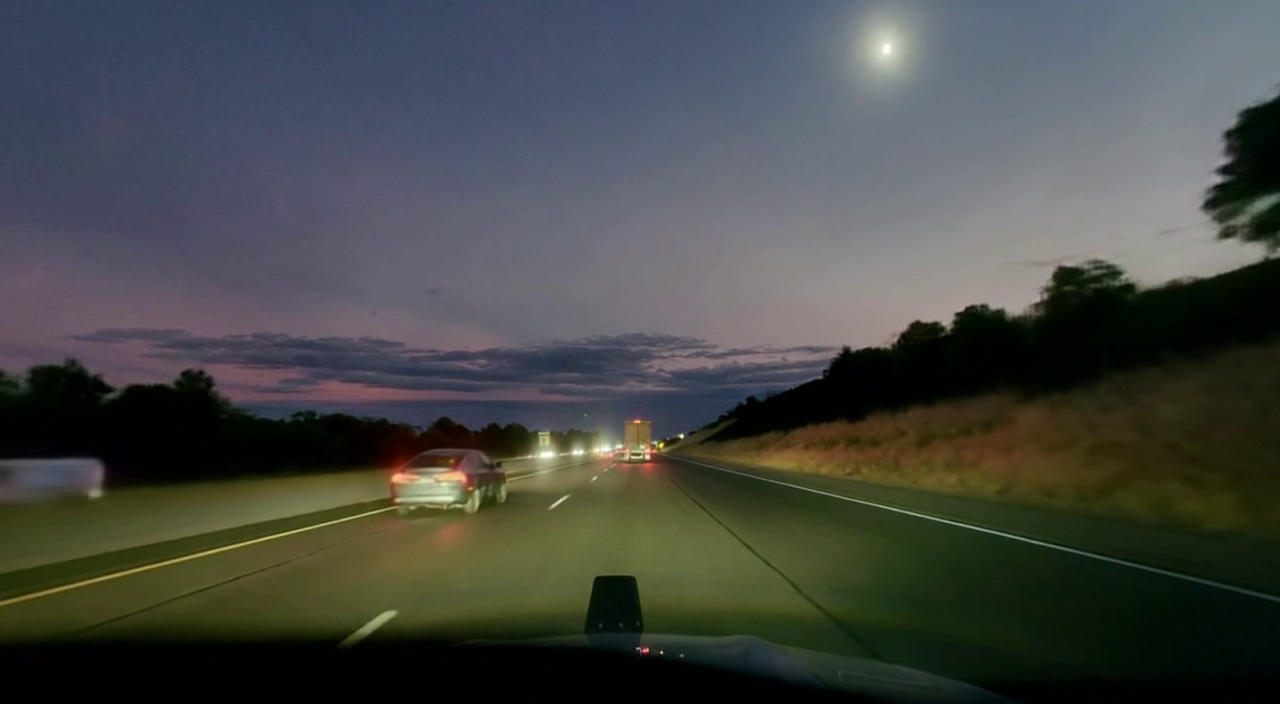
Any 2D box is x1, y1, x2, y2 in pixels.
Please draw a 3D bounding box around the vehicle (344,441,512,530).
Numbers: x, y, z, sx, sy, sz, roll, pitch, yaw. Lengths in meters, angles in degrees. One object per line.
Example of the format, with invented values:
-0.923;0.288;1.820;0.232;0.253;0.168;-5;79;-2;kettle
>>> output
-4.142;2.661;13.170;2.051;1.537;4.111;0;-9;0;vehicle
